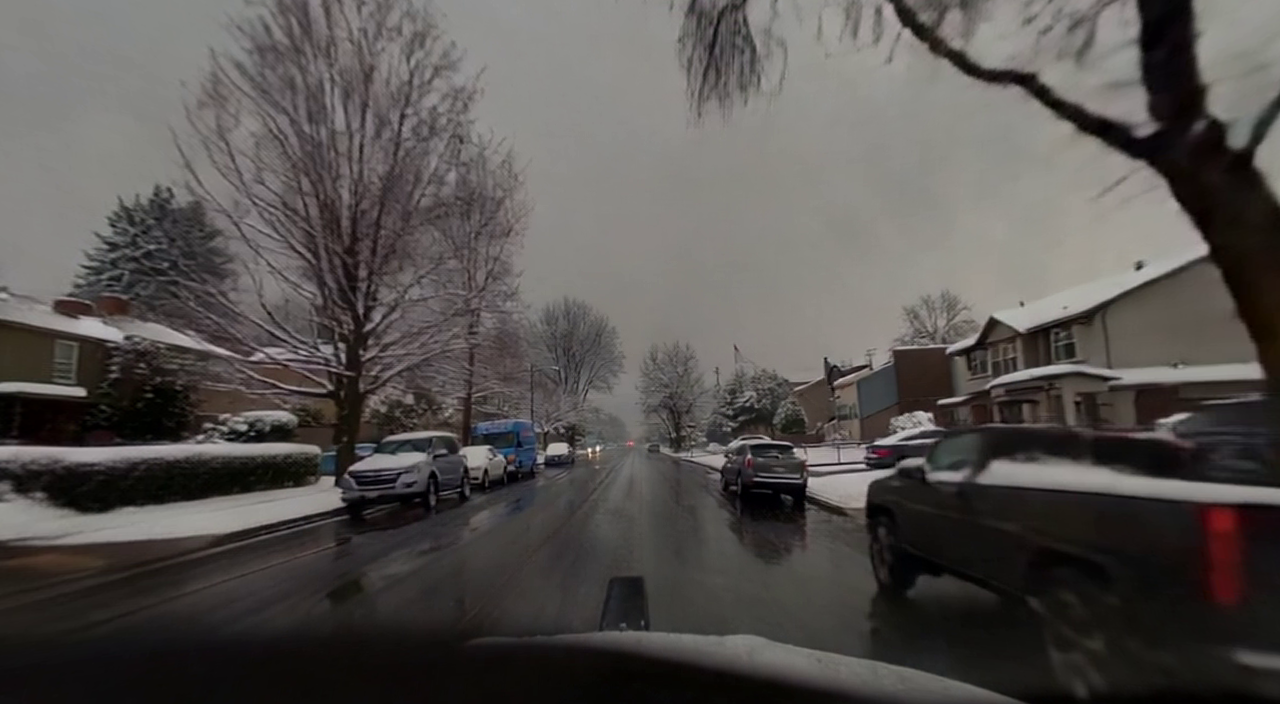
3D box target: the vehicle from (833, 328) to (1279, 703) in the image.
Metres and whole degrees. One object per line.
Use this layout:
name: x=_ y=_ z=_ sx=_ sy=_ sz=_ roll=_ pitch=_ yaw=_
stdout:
vehicle: x=3.090 y=1.122 z=4.287 sx=2.172 sy=1.764 sz=4.685 roll=0 pitch=-8 yaw=1

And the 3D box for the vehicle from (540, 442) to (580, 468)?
vehicle: x=-5.097 y=6.642 z=40.852 sx=2.038 sy=1.571 sz=4.524 roll=0 pitch=-8 yaw=-1

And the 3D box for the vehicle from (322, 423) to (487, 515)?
vehicle: x=-5.369 y=2.714 z=15.174 sx=2.090 sy=1.855 sz=4.494 roll=0 pitch=-8 yaw=2

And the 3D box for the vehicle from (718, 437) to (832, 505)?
vehicle: x=3.337 y=3.013 z=16.543 sx=1.945 sy=1.514 sz=4.552 roll=0 pitch=-8 yaw=0
